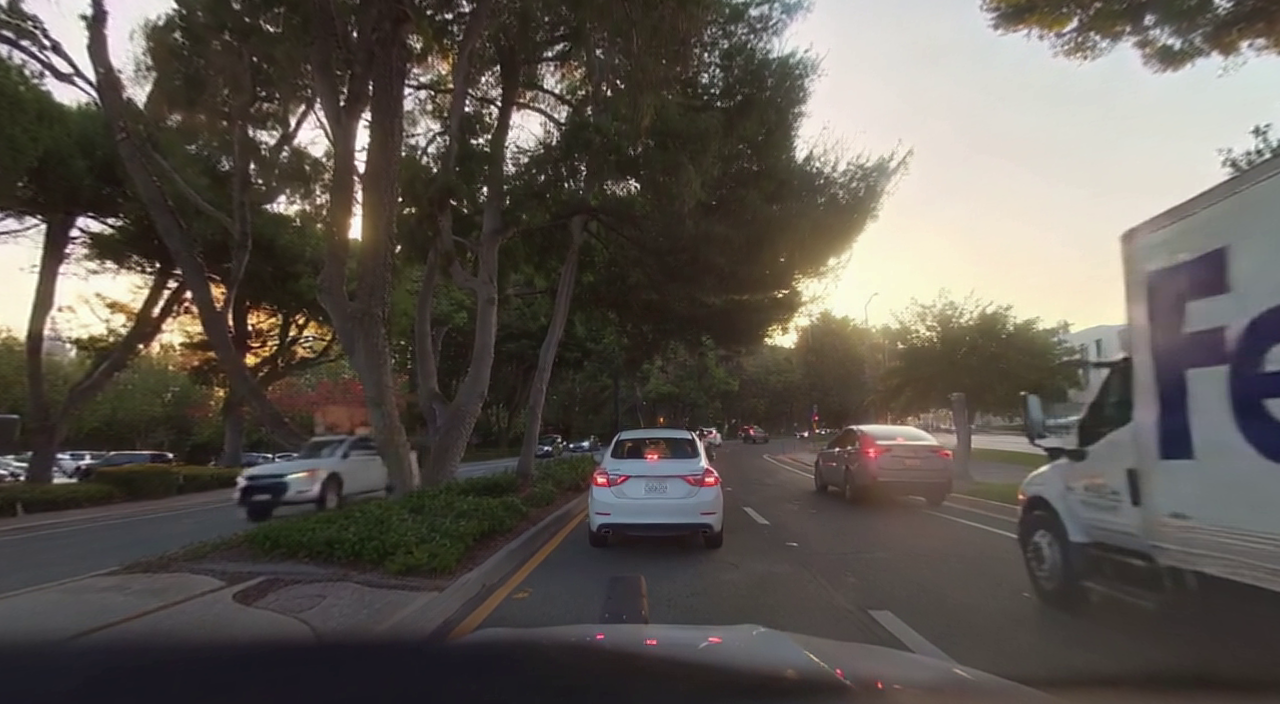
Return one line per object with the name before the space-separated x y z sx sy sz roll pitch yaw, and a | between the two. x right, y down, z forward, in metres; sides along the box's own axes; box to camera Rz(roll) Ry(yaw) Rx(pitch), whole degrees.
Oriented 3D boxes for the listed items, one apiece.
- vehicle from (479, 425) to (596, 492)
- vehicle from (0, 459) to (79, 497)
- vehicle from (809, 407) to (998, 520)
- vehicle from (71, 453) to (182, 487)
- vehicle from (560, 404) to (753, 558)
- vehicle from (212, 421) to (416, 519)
vehicle | -2.949 3.228 19.480 2.057 1.786 4.725 -2 -8 11
vehicle | -27.363 5.575 27.579 4.272 1.438 1.801 -5 -9 8
vehicle | 5.098 2.223 13.098 2.059 1.864 4.700 1 -8 2
vehicle | -26.765 6.149 32.956 4.256 1.633 1.940 -1 -8 7
vehicle | 0.212 1.748 9.204 2.154 1.710 4.128 -1 -8 1
vehicle | -7.072 2.596 14.387 2.051 1.843 4.469 -1 -8 4
